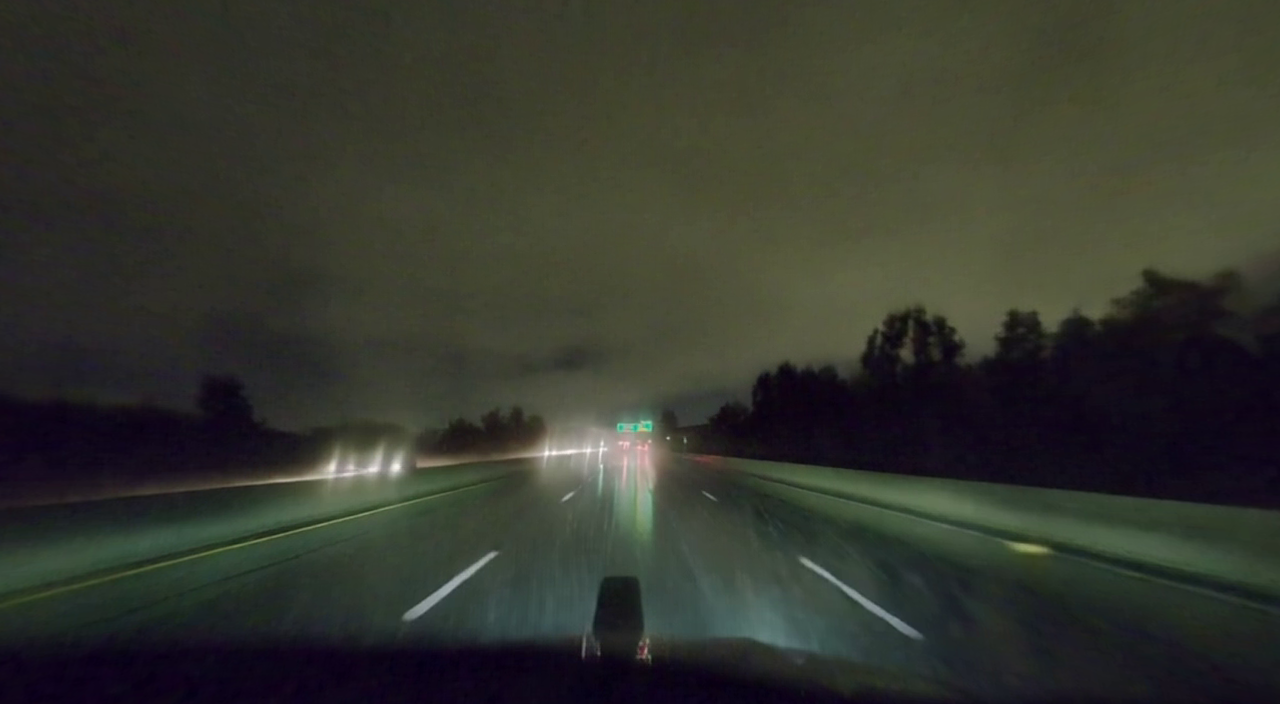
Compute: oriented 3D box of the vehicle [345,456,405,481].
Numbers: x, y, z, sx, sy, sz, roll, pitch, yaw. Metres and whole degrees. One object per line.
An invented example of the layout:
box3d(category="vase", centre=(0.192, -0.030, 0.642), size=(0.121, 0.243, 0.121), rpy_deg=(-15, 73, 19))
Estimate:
box3d(category="vehicle", centre=(-17.433, 7.681, 41.634), size=(1.924, 1.488, 4.654), rpy_deg=(0, -9, 0))
